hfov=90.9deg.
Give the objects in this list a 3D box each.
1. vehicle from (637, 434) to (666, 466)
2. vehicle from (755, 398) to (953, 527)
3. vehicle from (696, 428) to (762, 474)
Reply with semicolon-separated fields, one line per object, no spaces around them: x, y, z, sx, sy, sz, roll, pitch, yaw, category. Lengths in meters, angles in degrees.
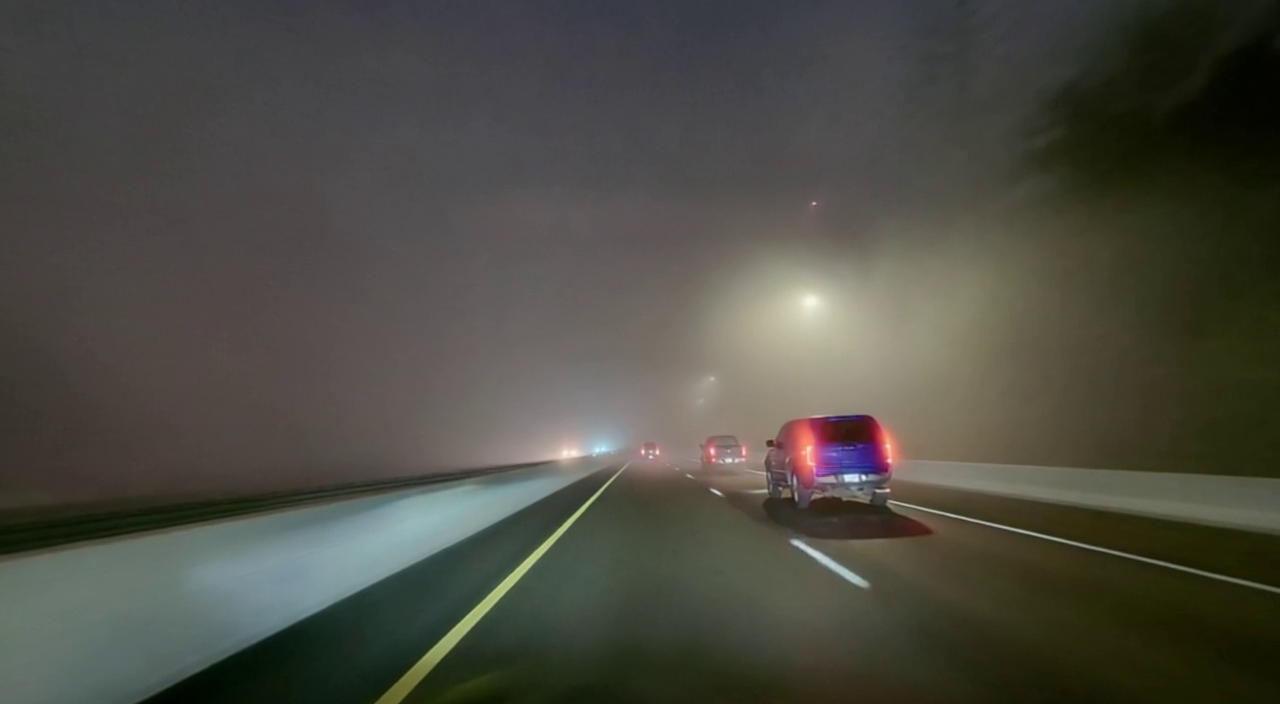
0.801;7.453;48.220;2.099;2.260;4.899;-1;-8;0;vehicle
3.973;2.184;12.926;2.145;2.069;5.057;0;-8;-1;vehicle
4.532;5.194;33.181;2.594;2.155;5.670;-1;-8;0;vehicle
